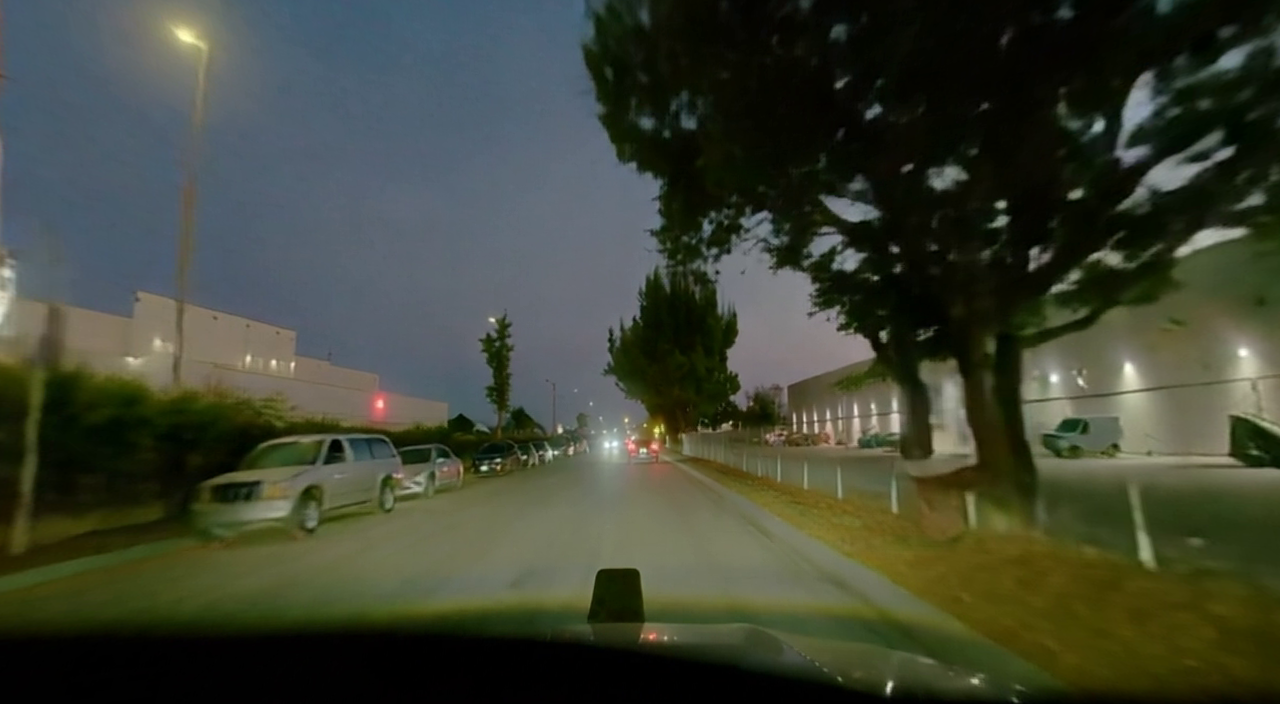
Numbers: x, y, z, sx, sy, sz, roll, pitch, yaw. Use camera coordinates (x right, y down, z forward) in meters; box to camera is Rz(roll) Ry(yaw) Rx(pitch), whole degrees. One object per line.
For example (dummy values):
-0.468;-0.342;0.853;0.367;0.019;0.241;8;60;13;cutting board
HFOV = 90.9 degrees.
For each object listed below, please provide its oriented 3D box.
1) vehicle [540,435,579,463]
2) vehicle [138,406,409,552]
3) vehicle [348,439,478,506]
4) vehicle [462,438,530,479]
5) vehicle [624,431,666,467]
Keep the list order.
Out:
-6.081;7.471;48.337;2.139;1.943;5.295;-1;-10;1;vehicle
-6.184;2.220;11.579;2.005;1.989;4.929;-3;-9;0;vehicle
-6.082;3.224;17.473;2.013;1.609;4.152;0;-8;0;vehicle
-6.247;4.651;27.883;1.926;1.647;4.185;0;-8;1;vehicle
0.245;5.347;34.886;2.152;1.874;4.042;0;-8;0;vehicle
